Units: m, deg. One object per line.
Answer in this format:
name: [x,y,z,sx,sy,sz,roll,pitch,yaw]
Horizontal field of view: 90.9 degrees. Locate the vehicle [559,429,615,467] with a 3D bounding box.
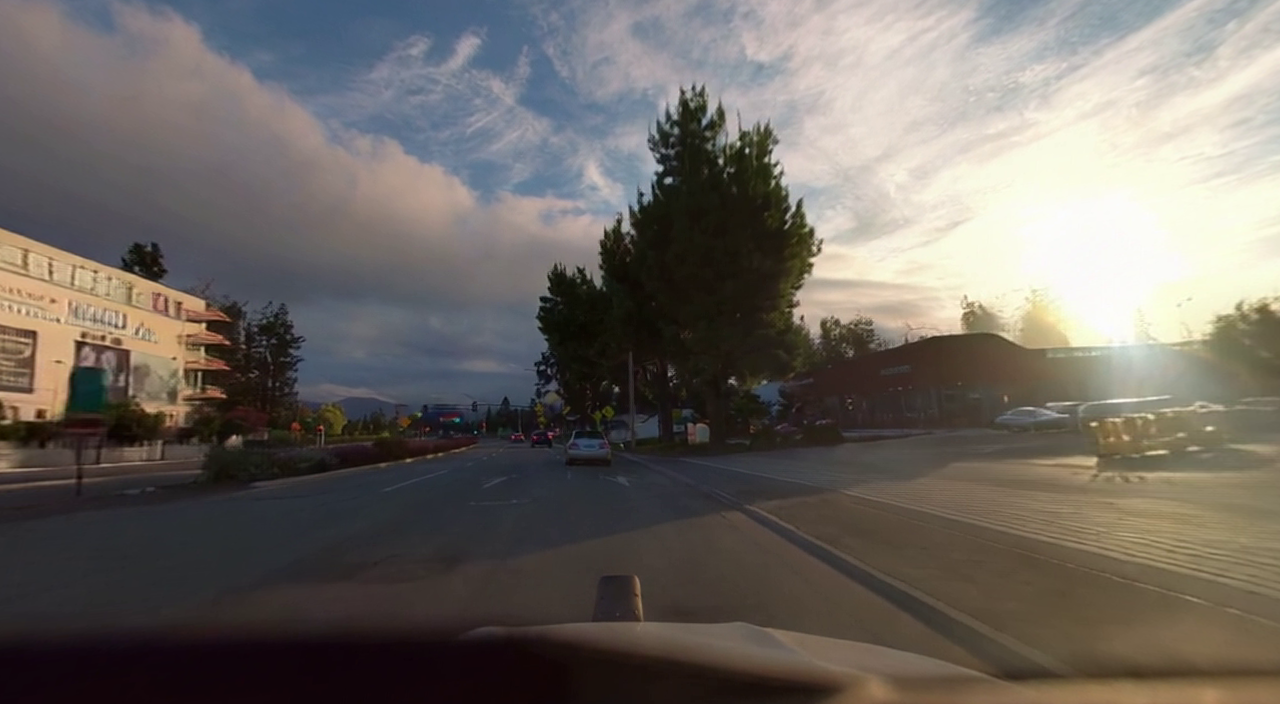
vehicle: [-2.463,4.263,28.206,2.231,1.572,4.227,1,-8,-8]
